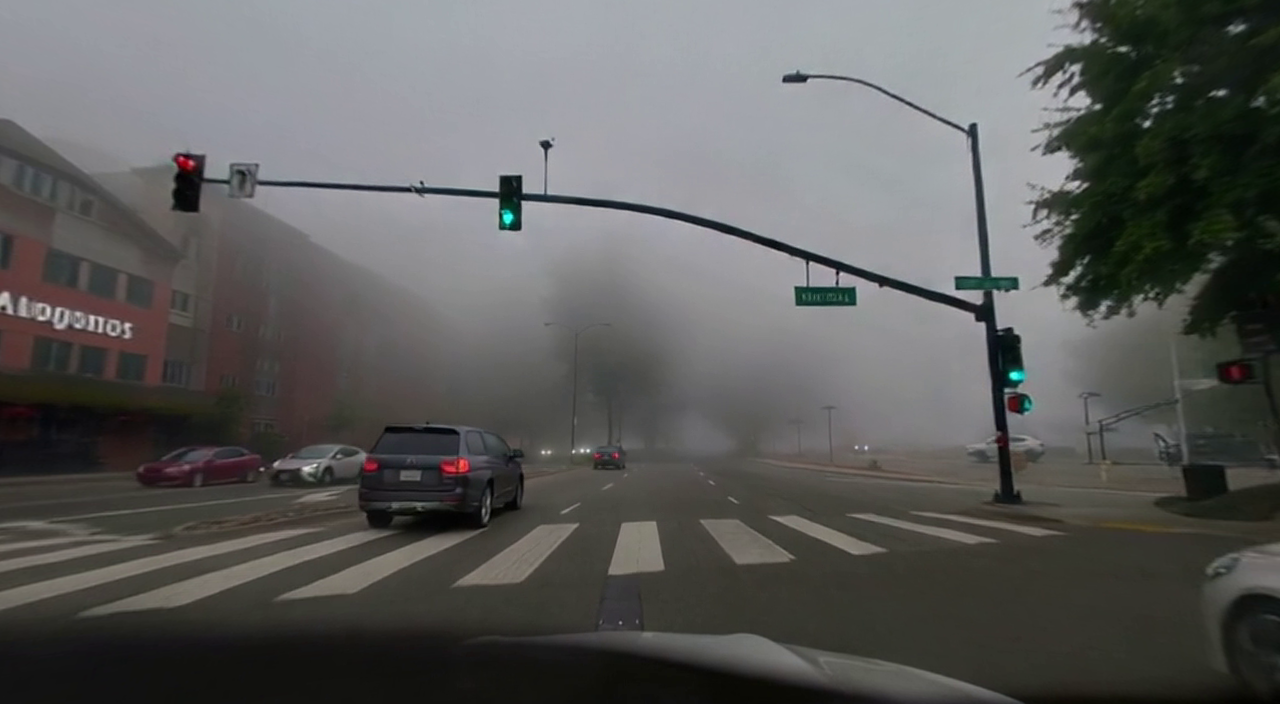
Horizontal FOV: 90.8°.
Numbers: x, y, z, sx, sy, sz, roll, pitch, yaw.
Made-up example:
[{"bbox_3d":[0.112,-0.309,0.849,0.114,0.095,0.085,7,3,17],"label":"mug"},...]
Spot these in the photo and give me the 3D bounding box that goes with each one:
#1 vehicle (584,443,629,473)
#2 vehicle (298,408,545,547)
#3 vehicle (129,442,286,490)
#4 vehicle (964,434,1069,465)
[{"bbox_3d":[-1.848,6.015,36.162,1.976,1.571,4.649,-1,-9,4],"label":"vehicle"},{"bbox_3d":[-3.318,2.052,10.996,2.305,1.833,4.912,-1,-9,3],"label":"vehicle"},{"bbox_3d":[-14.884,3.931,22.151,2.079,1.464,4.574,-1,-9,3],"label":"vehicle"},{"bbox_3d":[25.636,6.697,43.348,2.429,1.938,6.118,2,-9,-14],"label":"vehicle"}]
